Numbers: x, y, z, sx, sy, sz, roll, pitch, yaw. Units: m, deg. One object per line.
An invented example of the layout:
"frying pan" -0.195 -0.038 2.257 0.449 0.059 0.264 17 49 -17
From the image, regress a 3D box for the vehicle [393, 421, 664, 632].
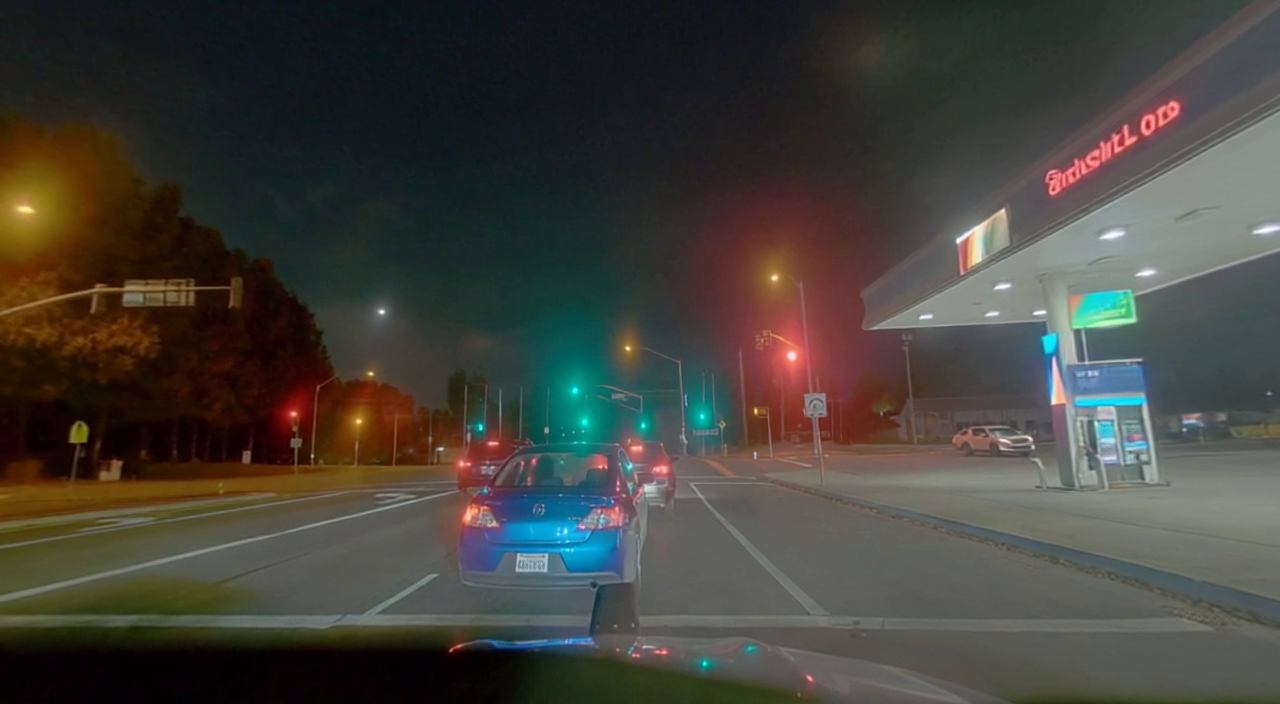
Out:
"vehicle" -0.744 1.604 6.908 1.916 1.510 4.447 -1 -8 3

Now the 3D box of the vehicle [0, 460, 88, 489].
"vehicle" -35.216 7.031 36.615 1.796 1.440 4.802 -1 -8 4

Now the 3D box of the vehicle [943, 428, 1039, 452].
"vehicle" 22.325 5.630 40.294 4.874 1.502 2.048 0 -8 -1
